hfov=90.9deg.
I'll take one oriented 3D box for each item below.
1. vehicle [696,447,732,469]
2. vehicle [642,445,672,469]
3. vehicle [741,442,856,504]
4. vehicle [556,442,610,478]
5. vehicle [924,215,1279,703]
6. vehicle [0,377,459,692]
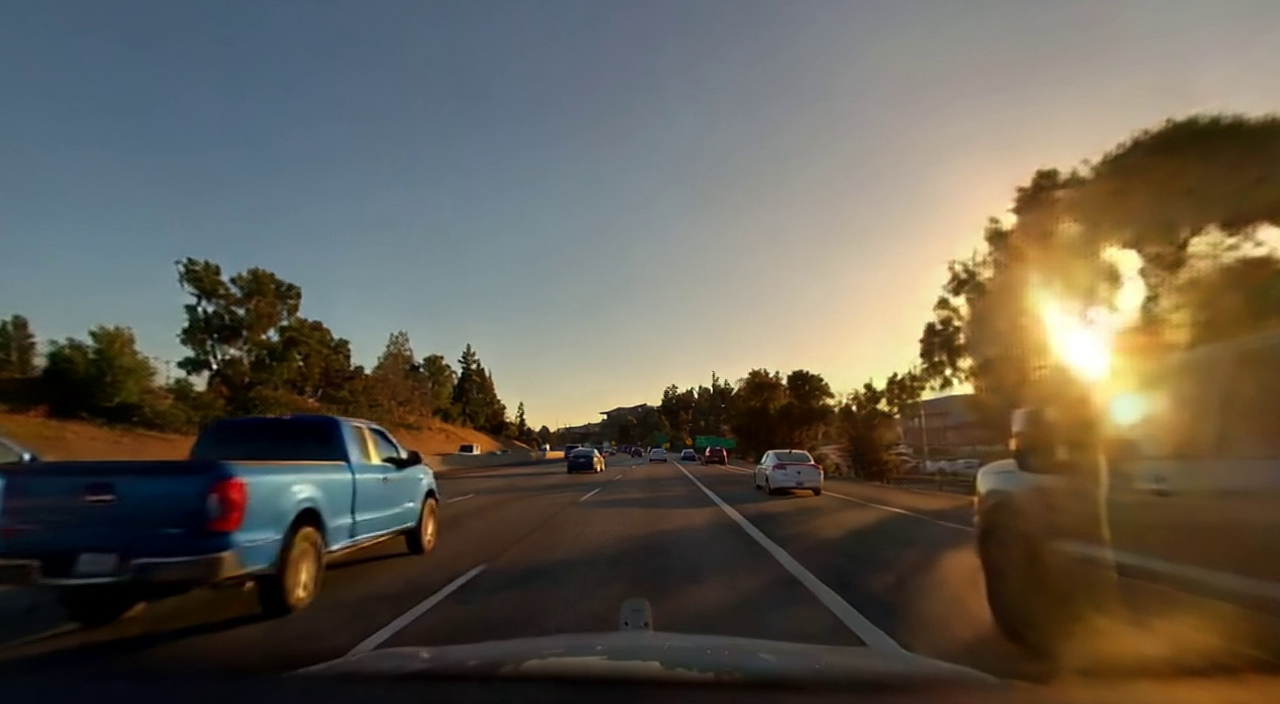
[{"bbox_3d":[5.201,7.529,44.896,2.072,1.456,4.537,0,-8,1],"label":"vehicle"},{"bbox_3d":[1.214,7.674,46.322,2.080,1.682,4.150,0,-8,1],"label":"vehicle"},{"bbox_3d":[4.289,3.327,17.888,2.111,1.498,4.466,0,-8,0],"label":"vehicle"},{"bbox_3d":[-2.878,5.587,32.949,2.209,1.714,4.576,-1,-8,2],"label":"vehicle"},{"bbox_3d":[3.648,0.508,1.537,3.024,2.092,6.797,-1,-8,3],"label":"vehicle"},{"bbox_3d":[-3.543,1.368,5.959,2.146,1.775,4.553,0,-8,2],"label":"vehicle"}]
